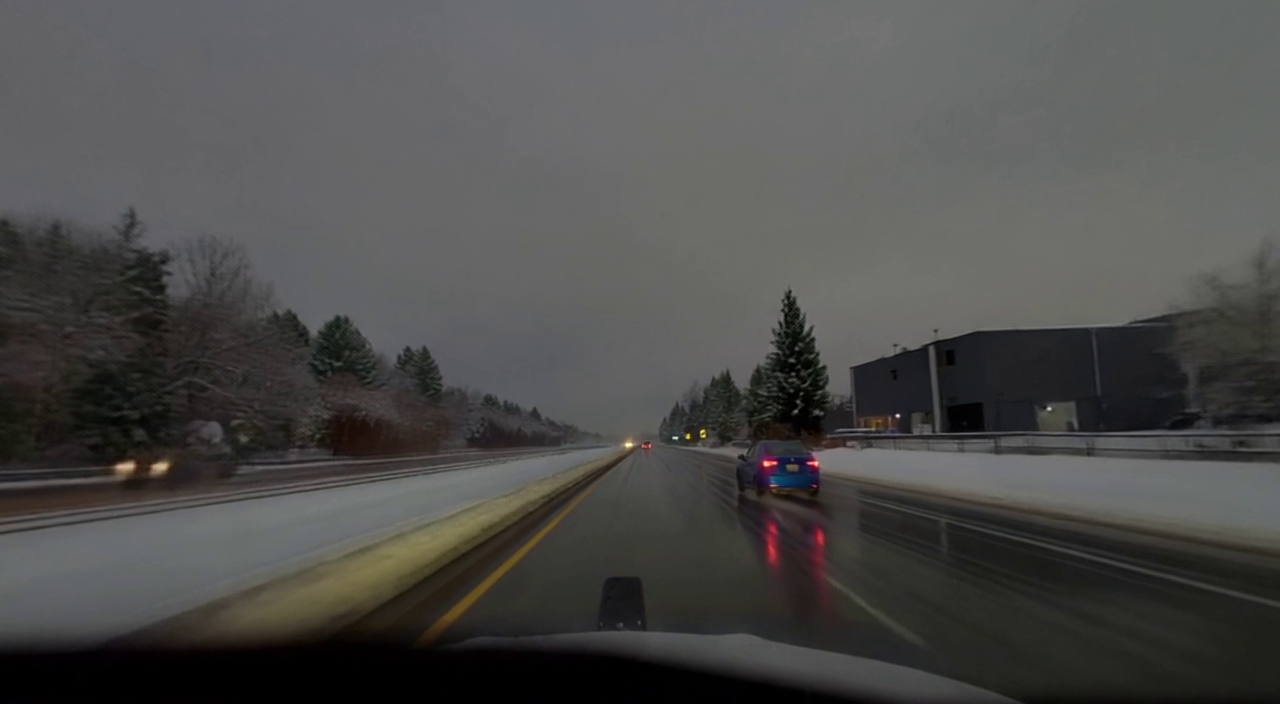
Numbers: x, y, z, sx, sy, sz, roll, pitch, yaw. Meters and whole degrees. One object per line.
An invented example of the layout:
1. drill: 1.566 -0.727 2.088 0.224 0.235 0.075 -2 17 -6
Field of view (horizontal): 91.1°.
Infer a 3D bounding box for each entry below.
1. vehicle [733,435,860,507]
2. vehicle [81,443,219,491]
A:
1. vehicle: 3.667 2.859 15.558 2.079 1.531 3.997 0 -8 -1
2. vehicle: -20.548 4.802 26.661 2.101 1.837 4.524 0 -8 1
